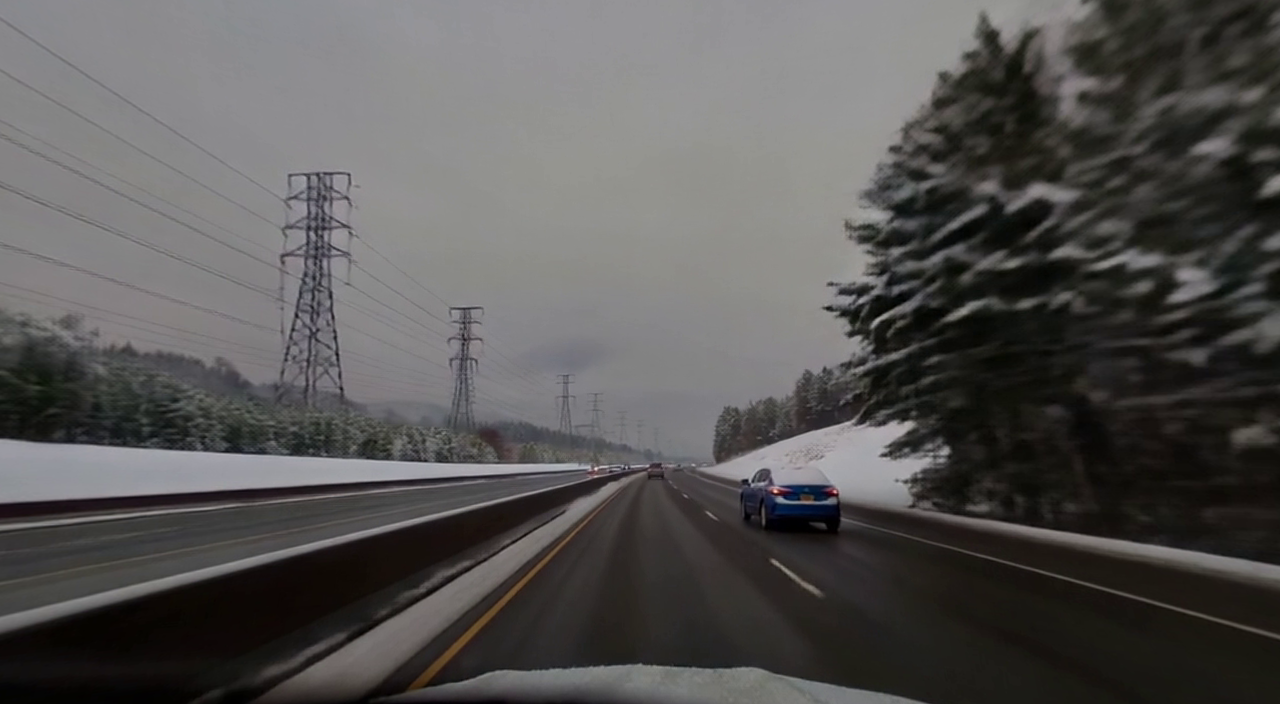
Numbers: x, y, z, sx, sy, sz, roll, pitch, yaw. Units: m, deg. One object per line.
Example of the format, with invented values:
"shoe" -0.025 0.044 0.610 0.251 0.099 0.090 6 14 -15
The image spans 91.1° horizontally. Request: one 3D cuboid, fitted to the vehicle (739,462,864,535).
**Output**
"vehicle" 3.766 3.499 15.445 1.985 1.521 3.904 1 -10 -1
